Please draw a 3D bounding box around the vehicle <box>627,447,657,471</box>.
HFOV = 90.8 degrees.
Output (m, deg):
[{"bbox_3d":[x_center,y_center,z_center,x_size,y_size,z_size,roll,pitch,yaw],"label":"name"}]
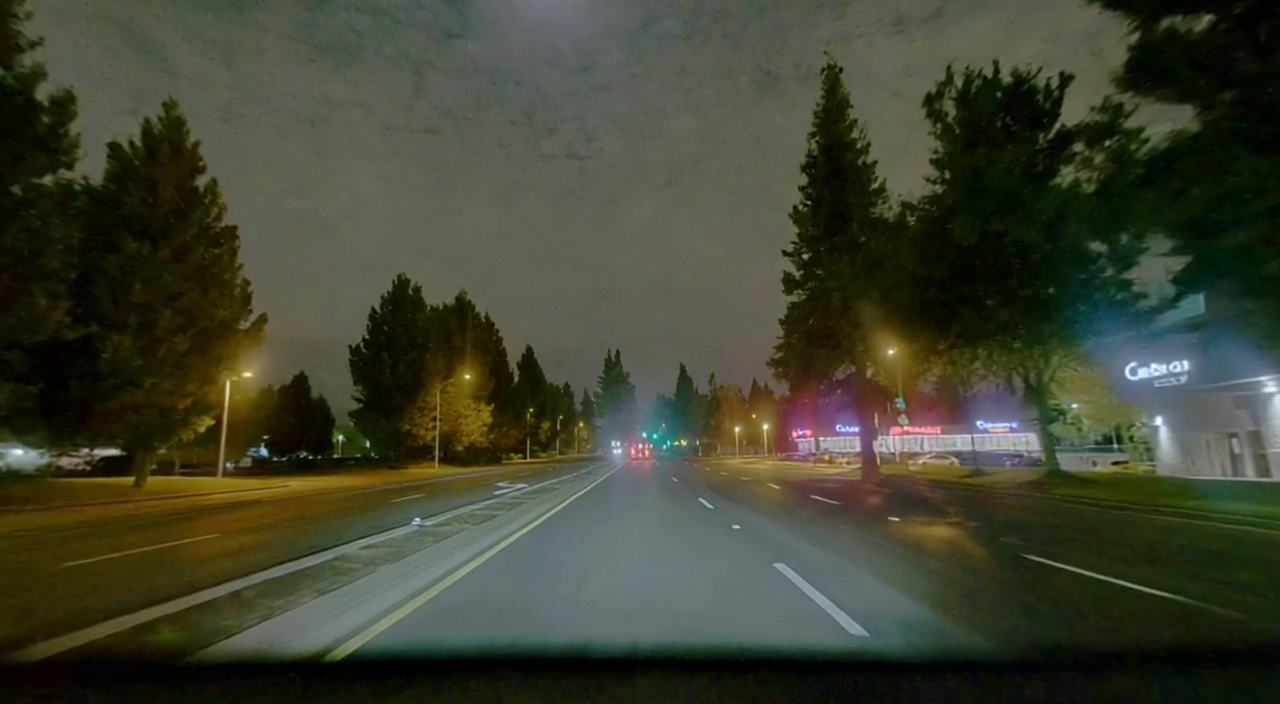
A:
[{"bbox_3d":[0.158,7.852,46.726,2.095,1.647,4.205,0,-8,0],"label":"vehicle"}]
